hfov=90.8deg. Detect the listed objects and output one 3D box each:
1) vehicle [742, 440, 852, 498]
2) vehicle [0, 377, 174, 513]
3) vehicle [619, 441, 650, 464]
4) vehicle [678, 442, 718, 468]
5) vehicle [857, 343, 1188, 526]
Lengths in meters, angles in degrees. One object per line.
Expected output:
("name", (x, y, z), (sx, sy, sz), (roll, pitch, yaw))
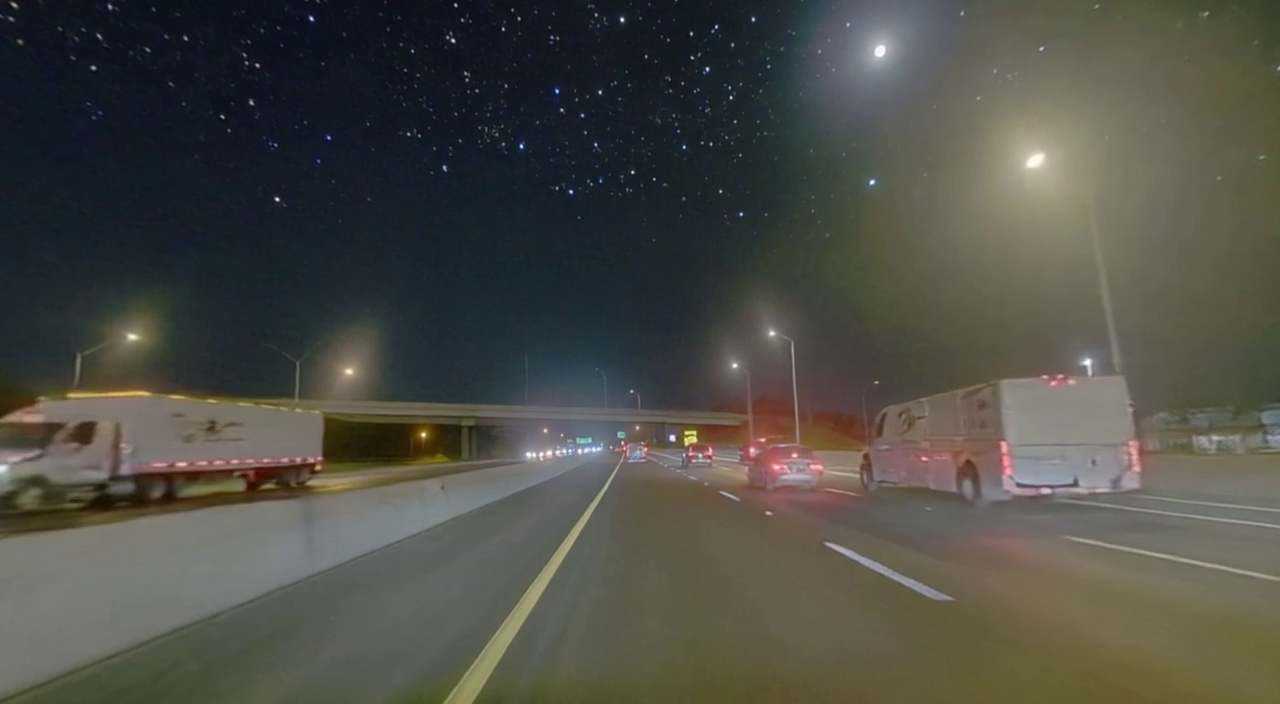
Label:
("vehicle", (4.353, 3.300, 18.303), (1.971, 1.453, 4.414), (0, -8, -1))
("vehicle", (-20.480, 3.148, 21.351), (3.051, 3.996, 8.261), (0, -8, -1))
("vehicle", (-0.466, 7.832, 49.331), (2.256, 1.743, 4.189), (0, -8, -1))
("vehicle", (3.779, 6.807, 42.026), (2.005, 1.585, 4.863), (0, -8, -2))
("vehicle", (8.031, 1.990, 14.912), (2.866, 3.233, 7.345), (1, -9, -3))
